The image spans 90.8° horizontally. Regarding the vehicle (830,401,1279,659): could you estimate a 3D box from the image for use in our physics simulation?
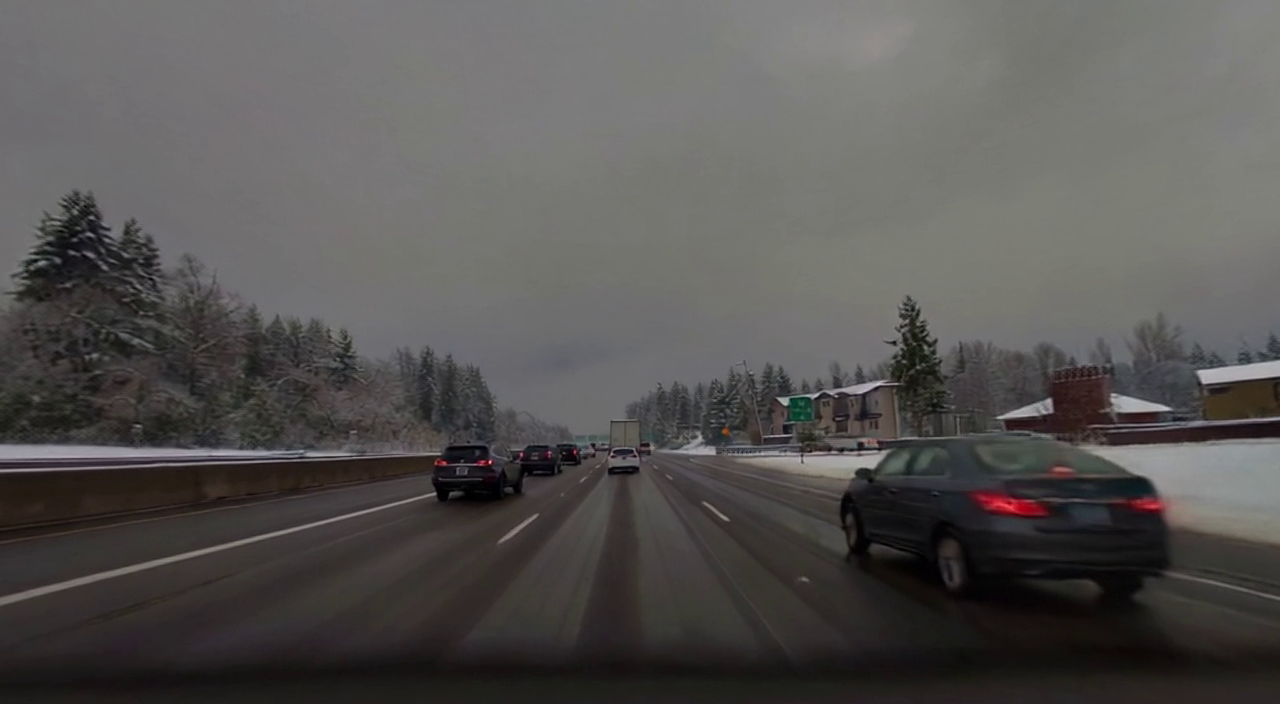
[{"bbox_3d":[3.533,1.403,6.044,2.027,1.554,4.252,0,-9,-1],"label":"vehicle"}]

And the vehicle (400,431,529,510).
[{"bbox_3d":[-4.064,2.820,15.429,1.988,1.668,4.021,0,-9,0],"label":"vehicle"}]

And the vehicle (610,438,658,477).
[{"bbox_3d":[-0.301,4.907,29.592,2.063,1.703,4.203,0,-9,-1],"label":"vehicle"}]

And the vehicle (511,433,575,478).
[{"bbox_3d":[-4.540,4.966,30.529,2.301,1.944,5.482,0,-9,-1],"label":"vehicle"}]
